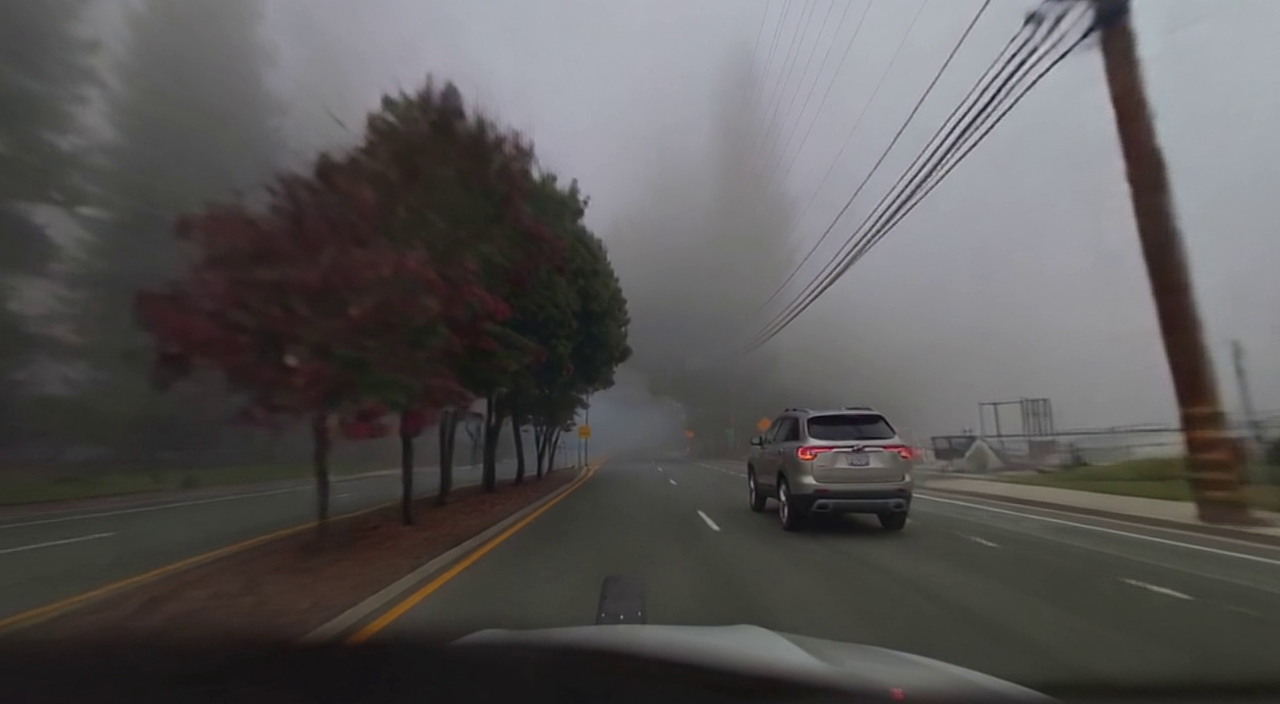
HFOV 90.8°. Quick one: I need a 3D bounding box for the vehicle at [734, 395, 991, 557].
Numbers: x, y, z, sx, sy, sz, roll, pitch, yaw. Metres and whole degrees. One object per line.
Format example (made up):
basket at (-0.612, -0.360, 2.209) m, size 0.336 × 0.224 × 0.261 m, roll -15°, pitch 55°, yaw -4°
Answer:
vehicle at (2.884, 1.757, 9.599) m, size 2.060 × 1.820 × 4.713 m, roll 0°, pitch -8°, yaw -1°
